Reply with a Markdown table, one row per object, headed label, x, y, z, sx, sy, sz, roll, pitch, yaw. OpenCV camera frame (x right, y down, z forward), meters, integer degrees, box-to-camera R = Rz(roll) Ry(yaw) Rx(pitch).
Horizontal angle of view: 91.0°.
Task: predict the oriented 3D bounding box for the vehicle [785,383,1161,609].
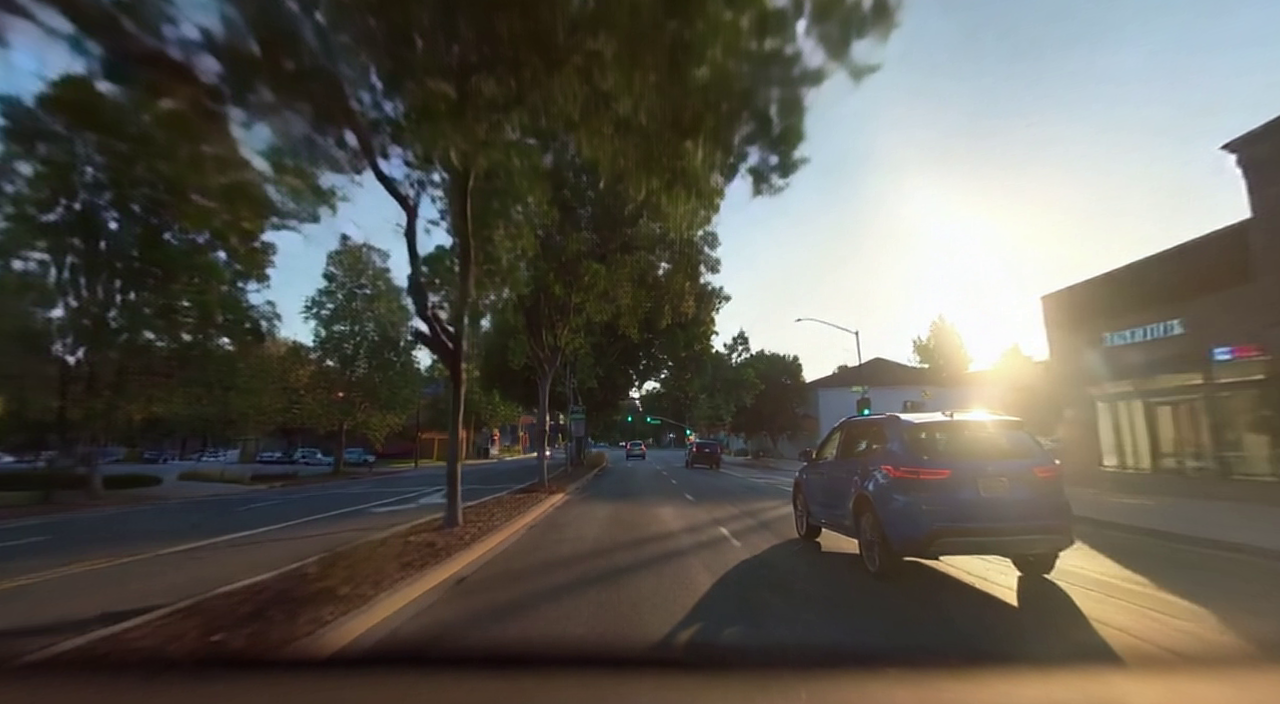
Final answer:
| label | x | y | z | sx | sy | sz | roll | pitch | yaw |
| --- | --- | --- | --- | --- | --- | --- | --- | --- | --- |
| vehicle | 3.276 | 1.518 | 7.481 | 2.033 | 1.865 | 4.360 | 0 | -8 | 0 |

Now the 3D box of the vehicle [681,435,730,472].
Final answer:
| label | x | y | z | sx | sy | sz | roll | pitch | yaw |
| --- | --- | --- | --- | --- | --- | --- | --- | --- | --- |
| vehicle | 3.486 | 5.513 | 34.432 | 2.085 | 1.828 | 5.383 | 0 | -8 | 0 |

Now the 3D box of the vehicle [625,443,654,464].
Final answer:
| label | x | y | z | sx | sy | sz | roll | pitch | yaw |
| --- | --- | --- | --- | --- | --- | --- | --- | --- | --- |
| vehicle | -0.026 | 7.576 | 47.171 | 2.131 | 1.474 | 4.146 | 0 | -8 | 0 |
